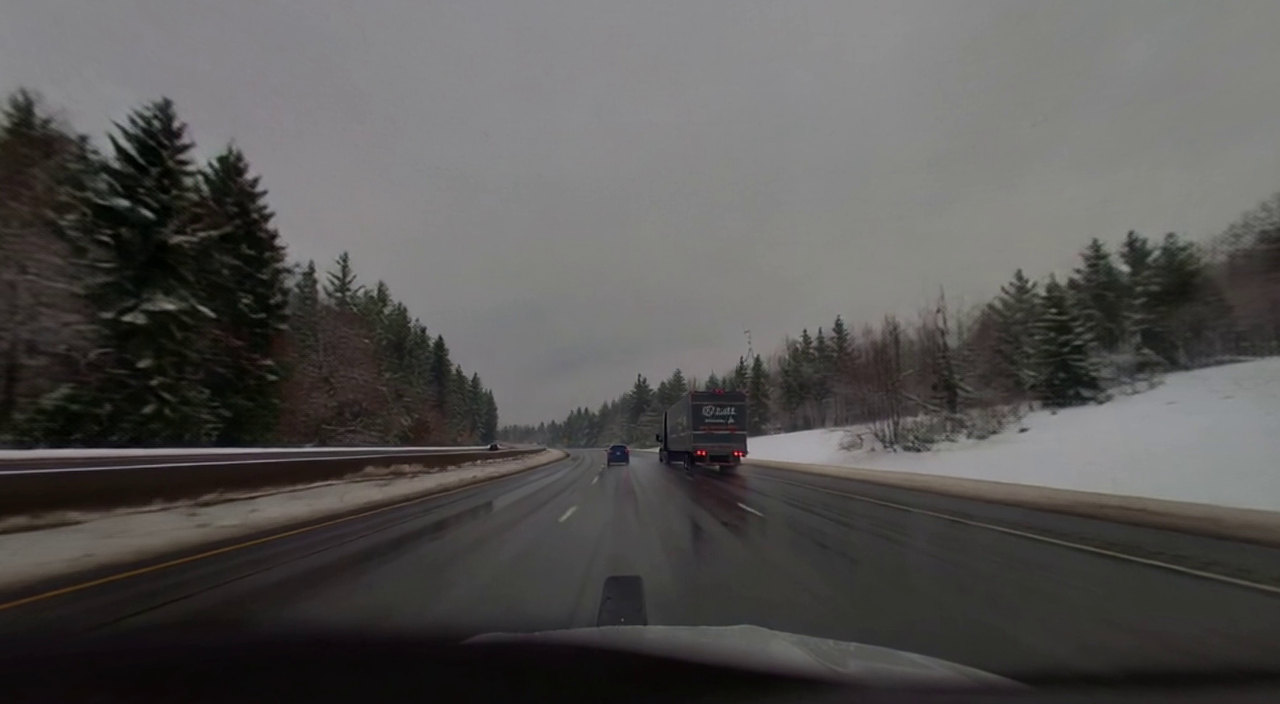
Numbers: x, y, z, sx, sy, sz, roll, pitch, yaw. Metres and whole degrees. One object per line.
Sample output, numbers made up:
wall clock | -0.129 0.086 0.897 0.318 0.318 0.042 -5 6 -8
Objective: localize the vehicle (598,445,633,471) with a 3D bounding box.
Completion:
vehicle | -1.430 6.210 37.121 1.913 1.460 3.610 0 -9 -2

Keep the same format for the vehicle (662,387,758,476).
vehicle | 3.411 4.656 35.551 2.951 4.012 14.203 0 -9 -3
